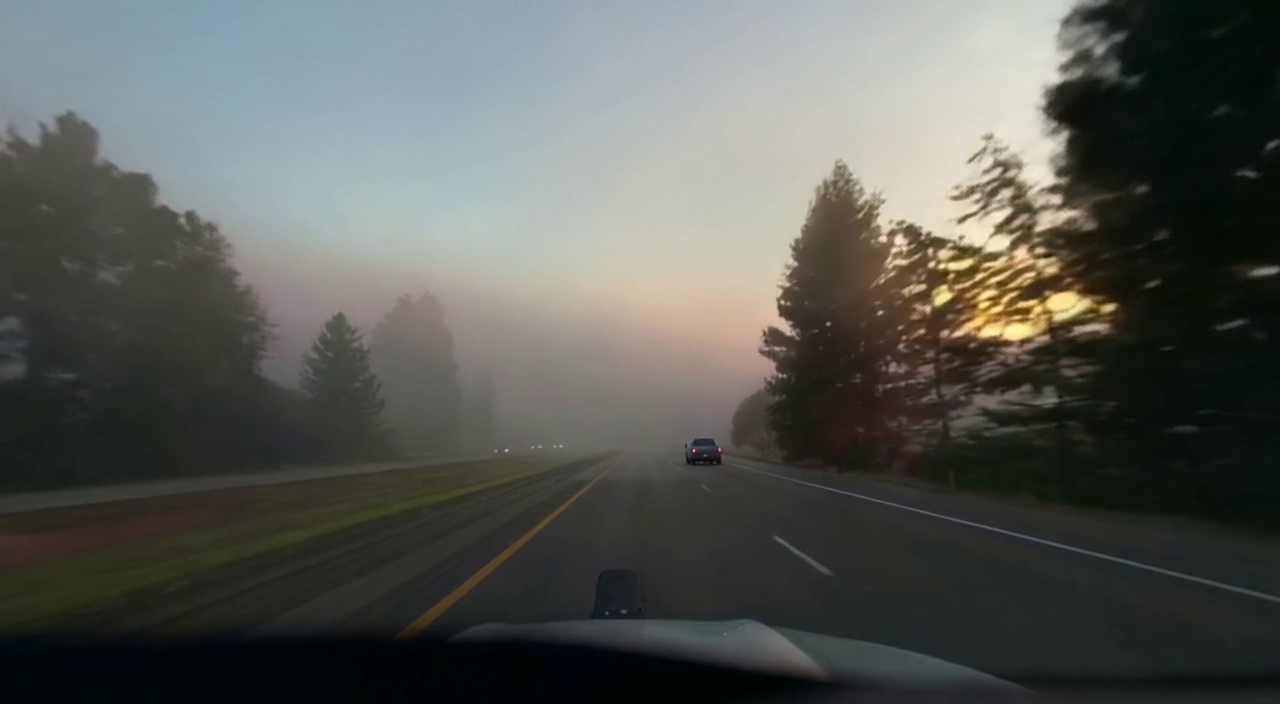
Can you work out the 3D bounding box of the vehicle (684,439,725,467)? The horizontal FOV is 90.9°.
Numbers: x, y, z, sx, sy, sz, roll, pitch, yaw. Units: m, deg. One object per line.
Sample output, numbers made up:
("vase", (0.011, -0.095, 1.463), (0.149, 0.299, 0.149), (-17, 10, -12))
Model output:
("vehicle", (3.992, 6.360, 39.727), (2.157, 1.640, 4.056), (0, -8, 0))
